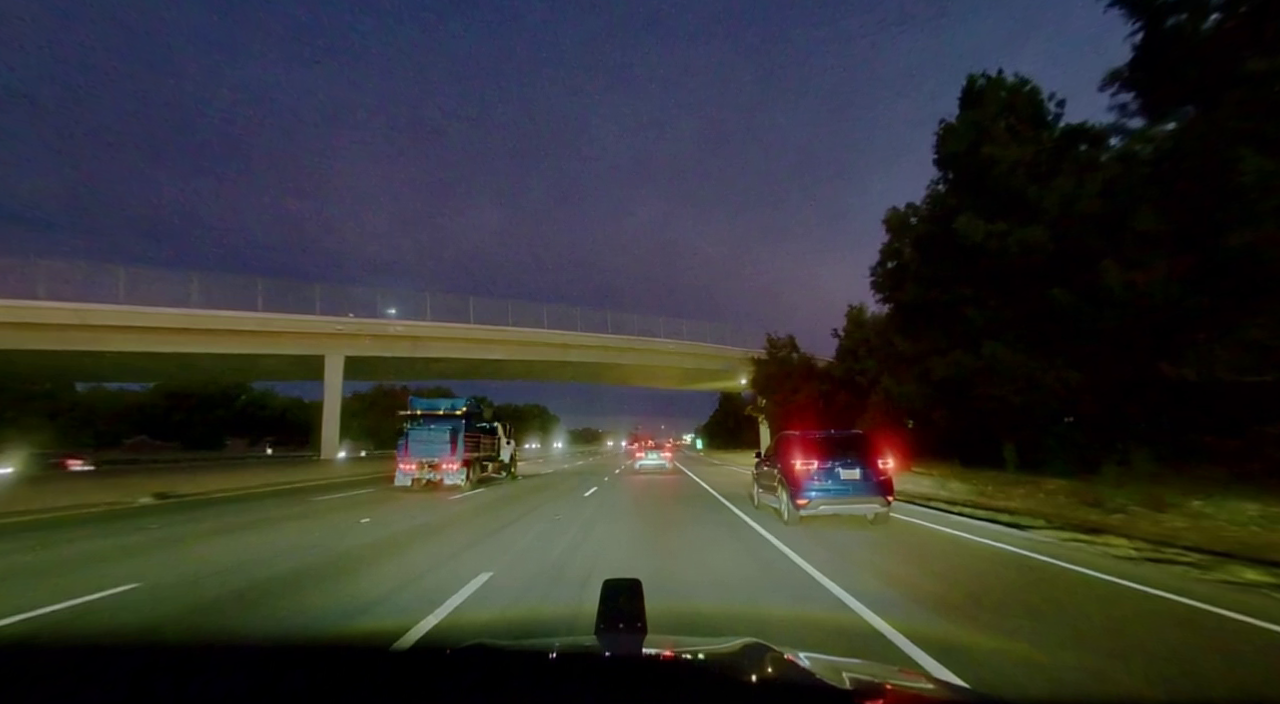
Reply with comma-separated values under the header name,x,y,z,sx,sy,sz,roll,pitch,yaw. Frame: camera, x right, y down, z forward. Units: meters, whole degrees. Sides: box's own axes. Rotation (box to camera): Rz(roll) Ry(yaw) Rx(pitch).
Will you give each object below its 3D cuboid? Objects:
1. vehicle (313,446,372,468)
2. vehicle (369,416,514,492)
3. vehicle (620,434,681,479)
name,x,y,z,sx,sy,sz,roll,pitch,yaw
vehicle,-20.696,7.306,44.061,1.818,1.433,4.380,0,-8,2
vehicle,-6.661,3.580,22.481,2.827,2.236,7.057,0,-8,1
vehicle,0.409,4.299,26.225,2.336,1.722,4.212,0,-8,1
